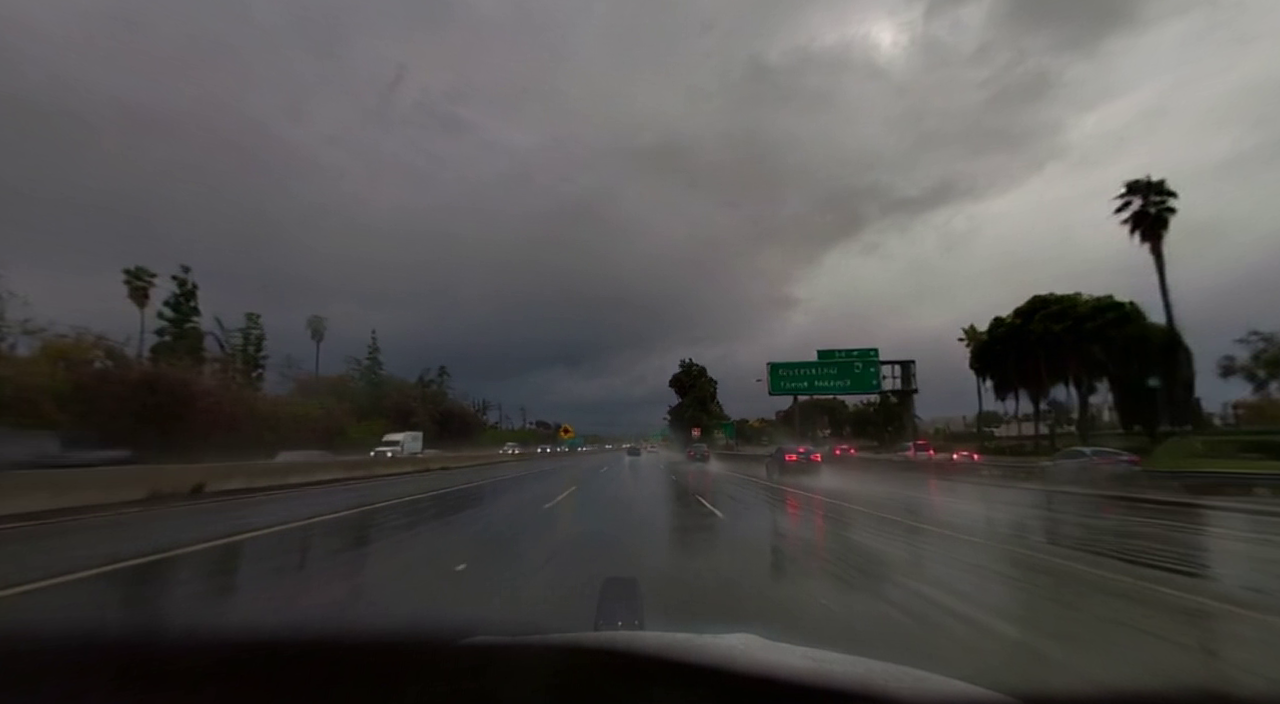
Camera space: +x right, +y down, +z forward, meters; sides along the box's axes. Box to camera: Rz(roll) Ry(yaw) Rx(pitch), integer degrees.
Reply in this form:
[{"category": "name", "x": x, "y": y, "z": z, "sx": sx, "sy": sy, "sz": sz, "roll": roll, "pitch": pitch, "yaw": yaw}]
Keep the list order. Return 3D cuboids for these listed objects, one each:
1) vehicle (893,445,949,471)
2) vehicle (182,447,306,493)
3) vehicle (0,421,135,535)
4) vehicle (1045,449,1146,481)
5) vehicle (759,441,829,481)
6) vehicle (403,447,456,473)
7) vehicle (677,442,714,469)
[{"category": "vehicle", "x": 19.181, "y": 7.236, "z": 43.156, "sx": 1.887, "sy": 1.642, "sz": 4.592, "roll": 0, "pitch": -9, "yaw": 3}, {"category": "vehicle", "x": -15.909, "y": 4.718, "z": 25.663, "sx": 1.993, "sy": 1.683, "sz": 4.737, "roll": 0, "pitch": -9, "yaw": 0}, {"category": "vehicle", "x": -12.143, "y": 2.181, "z": 10.949, "sx": 2.197, "sy": 1.943, "sz": 5.421, "roll": 0, "pitch": -9, "yaw": 0}, {"category": "vehicle", "x": 22.698, "y": 5.597, "z": 31.611, "sx": 1.774, "sy": 1.457, "sz": 4.653, "roll": 0, "pitch": -9, "yaw": 3}, {"category": "vehicle", "x": 6.787, "y": 4.843, "z": 28.237, "sx": 1.902, "sy": 1.623, "sz": 4.360, "roll": 0, "pitch": -9, "yaw": -1}, {"category": "vehicle", "x": -15.075, "y": 7.714, "z": 45.297, "sx": 2.023, "sy": 1.715, "sz": 4.559, "roll": 0, "pitch": -9, "yaw": 2}, {"category": "vehicle", "x": 3.612, "y": 6.873, "z": 41.893, "sx": 2.035, "sy": 1.704, "sz": 3.867, "roll": 0, "pitch": -9, "yaw": -1}]
